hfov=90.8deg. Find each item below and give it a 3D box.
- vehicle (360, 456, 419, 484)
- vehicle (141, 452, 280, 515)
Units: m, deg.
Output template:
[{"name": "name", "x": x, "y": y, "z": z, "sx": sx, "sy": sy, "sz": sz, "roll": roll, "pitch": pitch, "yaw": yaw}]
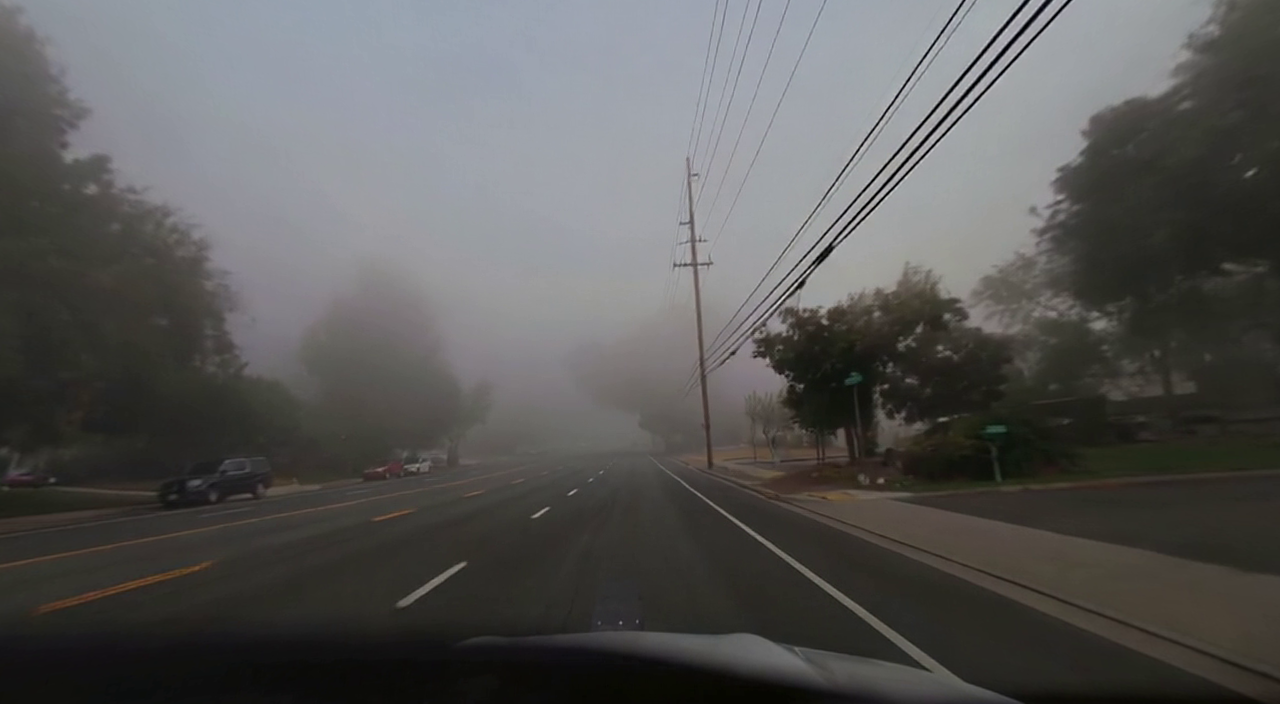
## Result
[{"name": "vehicle", "x": -16.069, "y": 7.578, "z": 40.754, "sx": 2.031, "sy": 1.482, "sz": 4.476, "roll": -4, "pitch": -9, "yaw": 0}, {"name": "vehicle", "x": -15.969, "y": 4.837, "z": 23.905, "sx": 2.071, "sy": 1.883, "sz": 4.915, "roll": -4, "pitch": -8, "yaw": -3}]
